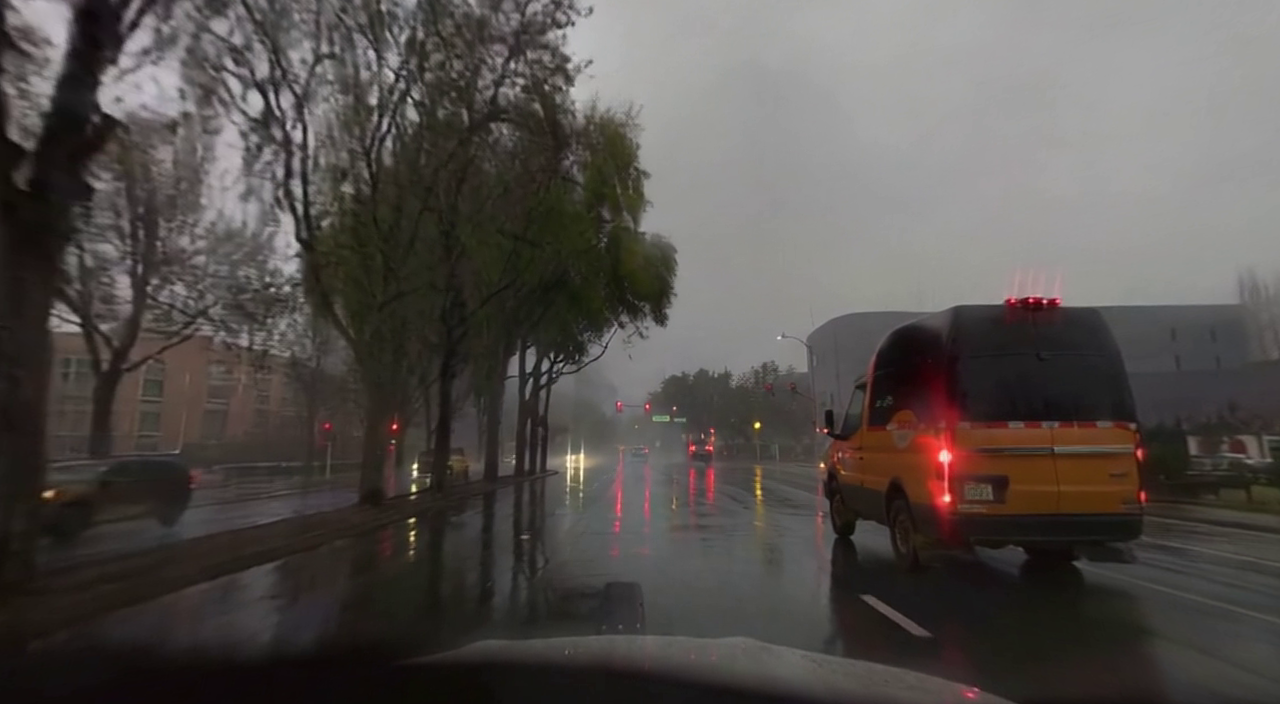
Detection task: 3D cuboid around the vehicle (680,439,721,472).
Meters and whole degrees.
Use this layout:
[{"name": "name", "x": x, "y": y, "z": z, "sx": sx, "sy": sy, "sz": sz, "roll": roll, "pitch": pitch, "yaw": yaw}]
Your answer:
[{"name": "vehicle", "x": 3.786, "y": 6.611, "z": 40.517, "sx": 2.099, "sy": 1.936, "sz": 4.575, "roll": 0, "pitch": -9, "yaw": -1}]

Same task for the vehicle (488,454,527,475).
[{"name": "vehicle", "x": -9.521, "y": 8.129, "z": 45.730, "sx": 1.849, "sy": 1.391, "sz": 4.045, "roll": 0, "pitch": -9, "yaw": 1}]

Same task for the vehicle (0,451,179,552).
[{"name": "vehicle", "x": -13.719, "y": 3.337, "z": 14.894, "sx": 2.140, "sy": 1.961, "sz": 4.641, "roll": 0, "pitch": -9, "yaw": 0}]

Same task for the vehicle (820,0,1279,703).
[{"name": "vehicle", "x": 3.627, "y": 0.357, "z": 4.071, "sx": 2.867, "sy": 3.402, "sz": 7.137, "roll": 0, "pitch": -9, "yaw": 1}]

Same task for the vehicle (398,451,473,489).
[{"name": "vehicle", "x": -10.089, "y": 5.837, "z": 31.617, "sx": 2.152, "sy": 1.748, "sz": 4.577, "roll": 0, "pitch": -9, "yaw": 1}]
